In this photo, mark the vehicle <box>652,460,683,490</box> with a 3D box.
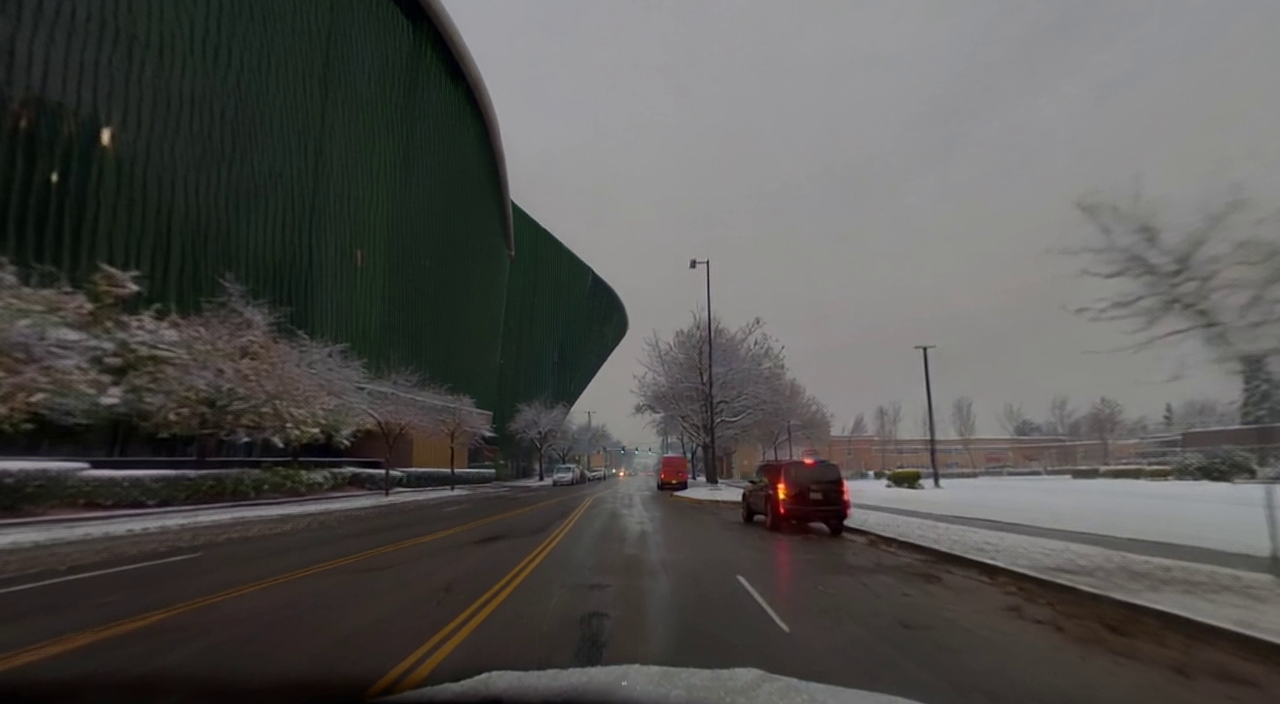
[{"bbox_3d":[1.961,9.002,46.206,2.064,2.010,4.791,0,-11,1],"label":"vehicle"}]

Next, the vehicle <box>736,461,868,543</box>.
[{"bbox_3d":[3.281,3.131,13.564,1.899,1.470,3.666,0,-11,1],"label":"vehicle"}]
